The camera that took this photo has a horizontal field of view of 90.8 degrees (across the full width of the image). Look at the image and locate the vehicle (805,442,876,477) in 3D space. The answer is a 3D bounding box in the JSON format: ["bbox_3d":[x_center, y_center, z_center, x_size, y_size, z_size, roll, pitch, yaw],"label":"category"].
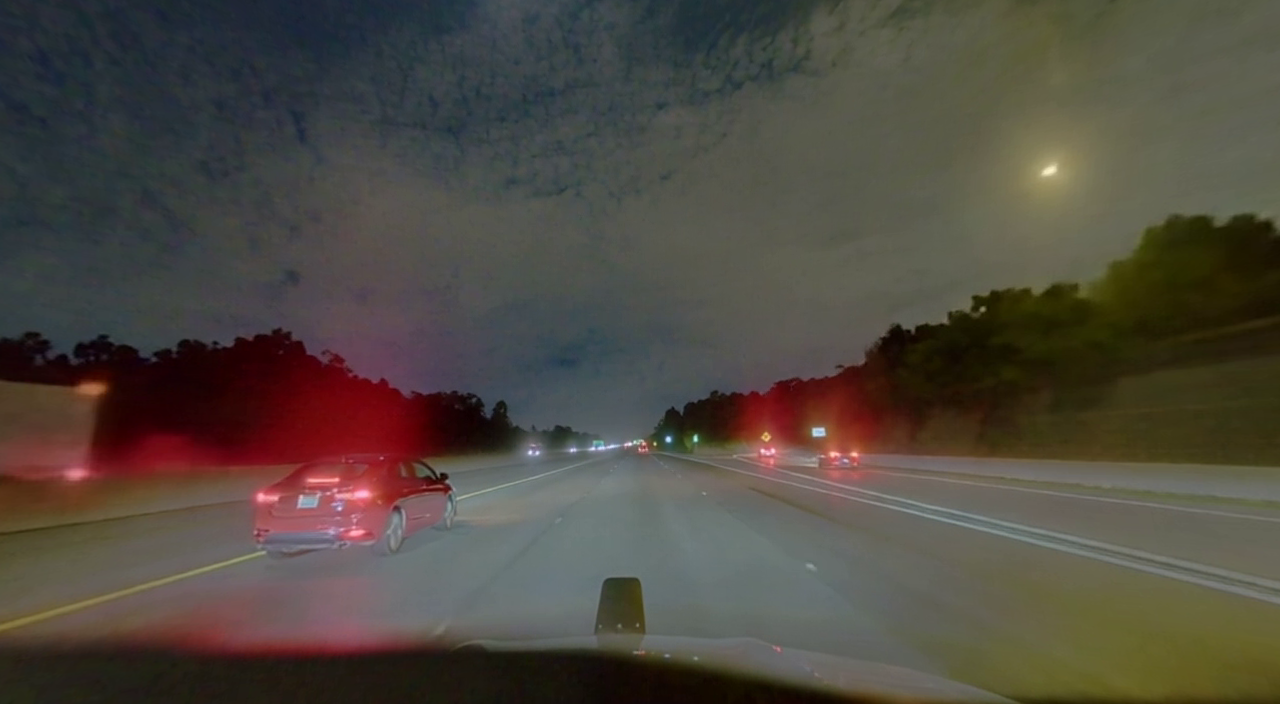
[{"bbox_3d":[9.247,5.008,29.546,1.884,1.485,4.600,-1,-9,1],"label":"vehicle"}]

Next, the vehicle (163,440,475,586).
[{"bbox_3d":[-3.836,1.976,8.688,1.873,1.438,4.546,-1,-9,1],"label":"vehicle"}]
